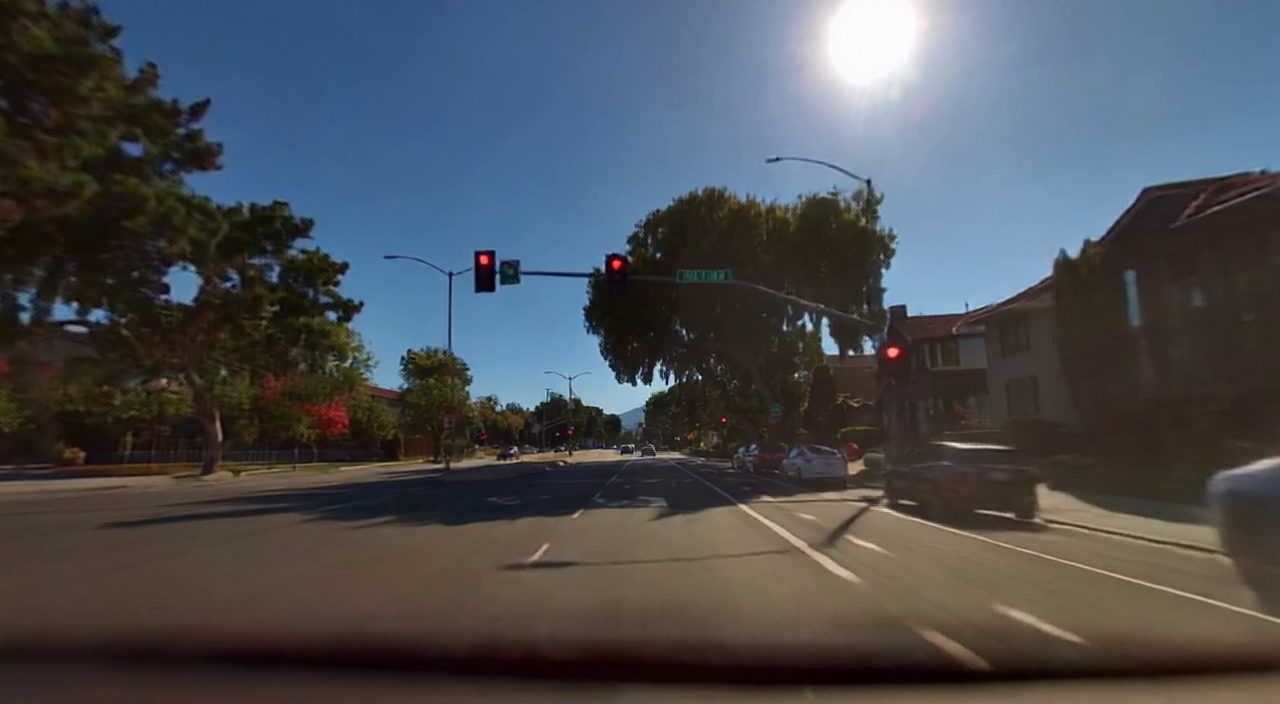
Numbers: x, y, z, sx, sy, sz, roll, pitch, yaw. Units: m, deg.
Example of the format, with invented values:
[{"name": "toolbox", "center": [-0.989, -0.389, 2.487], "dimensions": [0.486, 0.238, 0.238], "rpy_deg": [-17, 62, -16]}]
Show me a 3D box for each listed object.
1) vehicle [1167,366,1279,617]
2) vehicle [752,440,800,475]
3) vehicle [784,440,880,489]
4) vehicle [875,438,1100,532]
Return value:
[{"name": "vehicle", "center": [6.120, 0.860, 3.372], "dimensions": [2.293, 1.942, 5.004], "rpy_deg": [0, -9, 1]}, {"name": "vehicle", "center": [6.555, 5.100, 30.650], "dimensions": [1.752, 1.590, 3.090], "rpy_deg": [0, -9, 2]}, {"name": "vehicle", "center": [6.393, 3.791, 21.564], "dimensions": [1.976, 1.498, 4.390], "rpy_deg": [0, -9, 1]}, {"name": "vehicle", "center": [6.292, 2.420, 12.152], "dimensions": [1.936, 1.456, 4.445], "rpy_deg": [0, -9, 2]}]
